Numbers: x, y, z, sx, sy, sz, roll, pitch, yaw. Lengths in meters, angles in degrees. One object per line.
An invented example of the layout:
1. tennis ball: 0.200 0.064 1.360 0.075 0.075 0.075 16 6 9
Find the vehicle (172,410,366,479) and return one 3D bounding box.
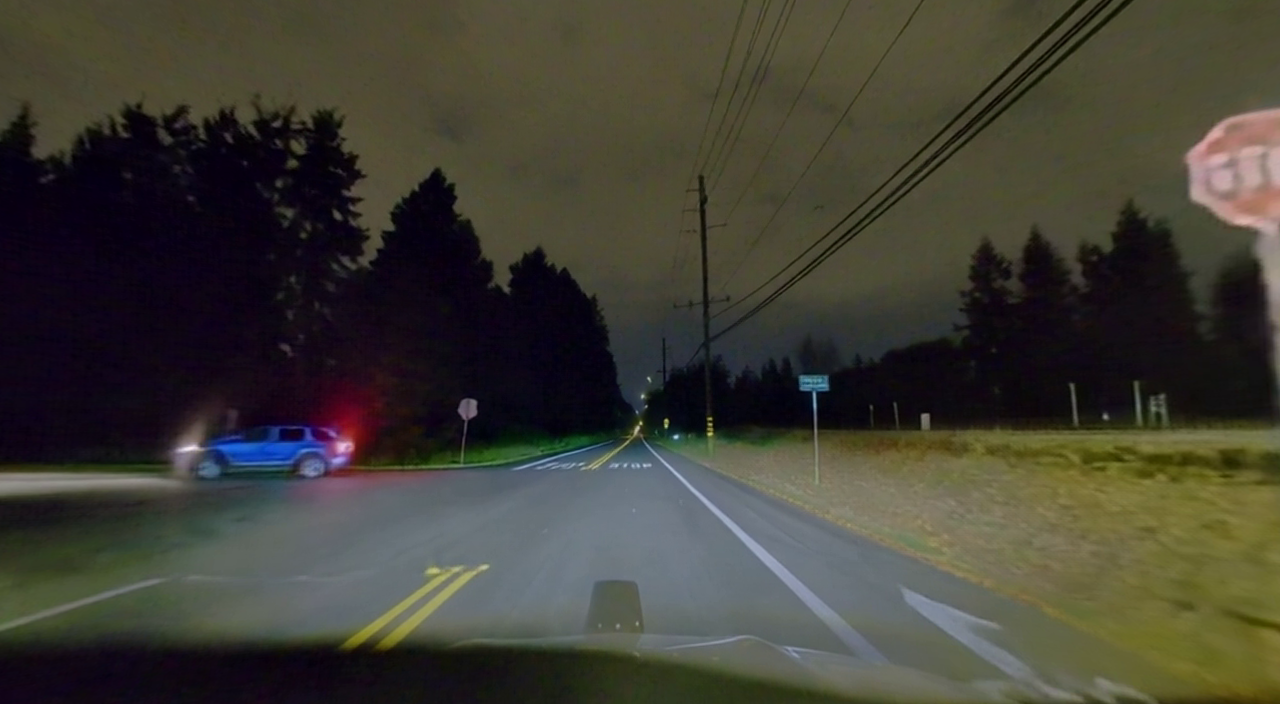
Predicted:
1. vehicle: -11.860 3.006 20.488 5.020 1.973 2.348 5 -10 -32
